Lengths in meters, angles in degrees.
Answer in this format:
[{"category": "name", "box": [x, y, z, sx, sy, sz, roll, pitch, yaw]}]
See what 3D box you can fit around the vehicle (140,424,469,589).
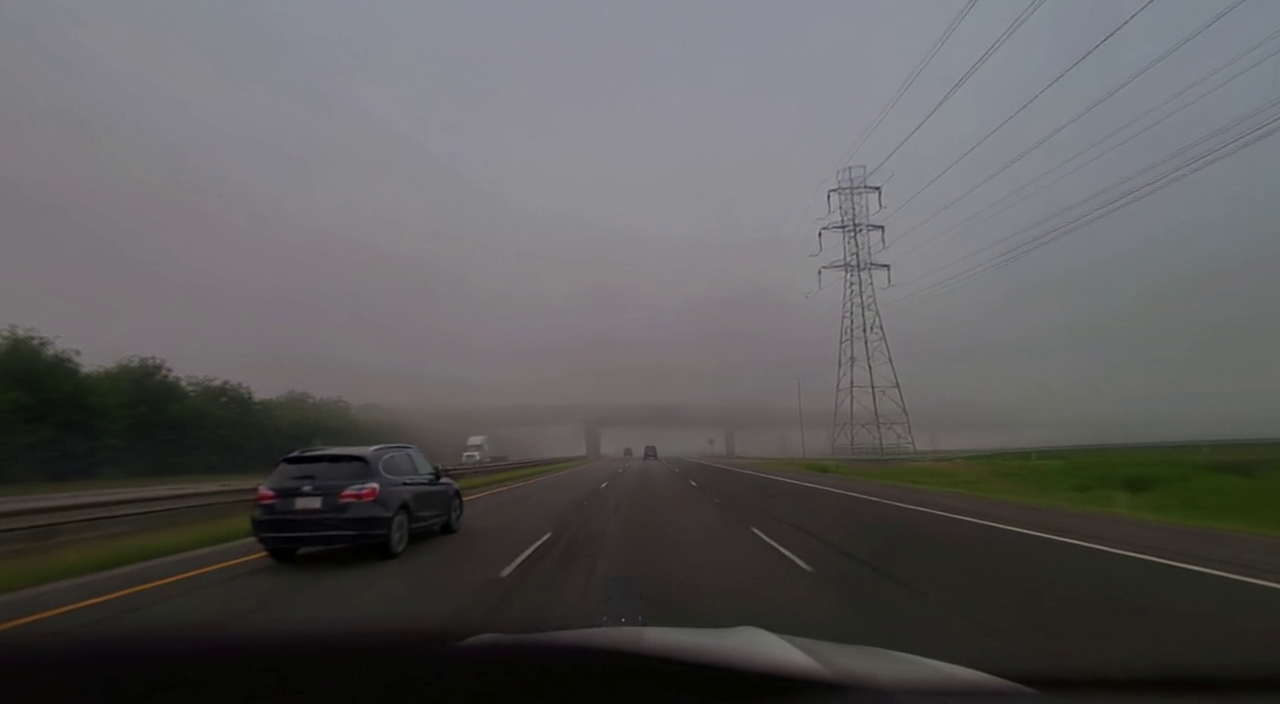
[{"category": "vehicle", "box": [-3.787, 1.807, 8.161, 1.924, 1.550, 4.165, 0, -9, 0]}]
